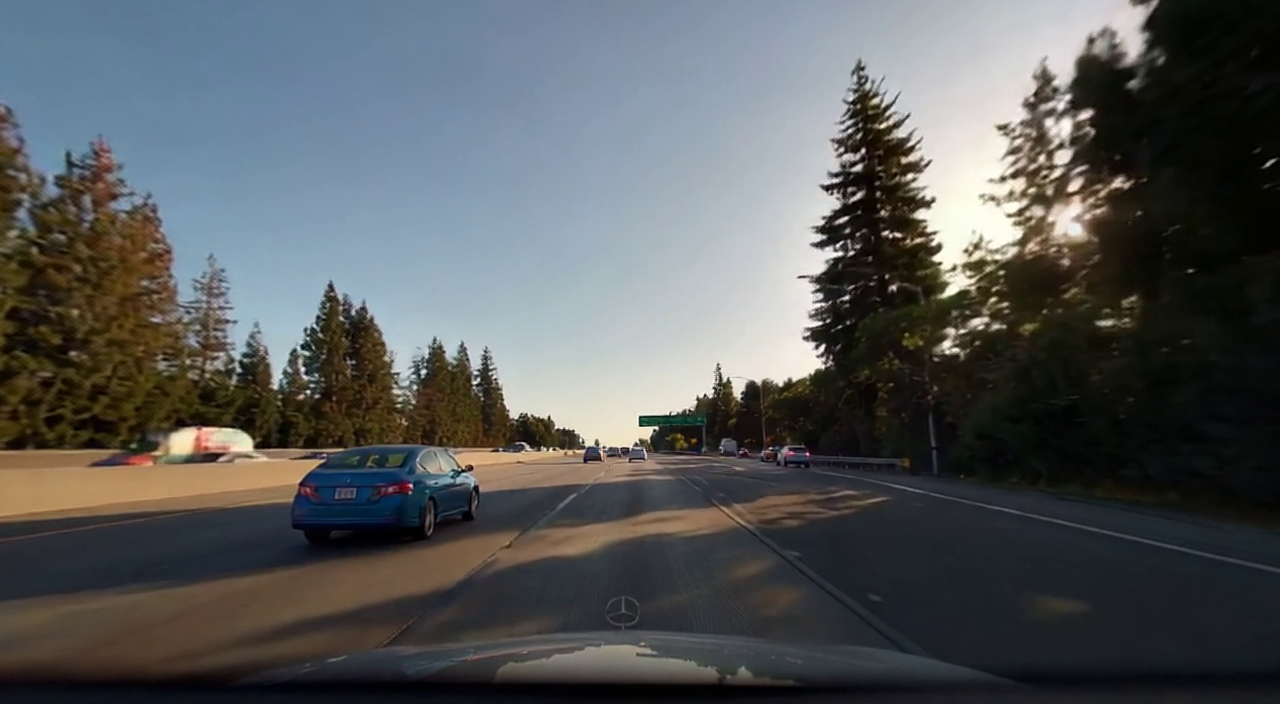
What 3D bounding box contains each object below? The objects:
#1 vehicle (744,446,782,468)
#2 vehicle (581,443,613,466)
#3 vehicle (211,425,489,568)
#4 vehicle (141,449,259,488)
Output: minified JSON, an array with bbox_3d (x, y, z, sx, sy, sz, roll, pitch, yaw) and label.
[{"bbox_3d":[8.859,7.585,45.906,1.940,1.496,4.992,-1,-9,3],"label":"vehicle"},{"bbox_3d":[-3.287,7.903,49.031,2.206,1.683,4.300,0,-9,0],"label":"vehicle"},{"bbox_3d":[-3.691,1.908,9.072,2.020,1.554,4.137,0,-9,0],"label":"vehicle"},{"bbox_3d":[-17.644,4.652,25.587,1.875,1.426,3.961,0,-9,0],"label":"vehicle"}]
